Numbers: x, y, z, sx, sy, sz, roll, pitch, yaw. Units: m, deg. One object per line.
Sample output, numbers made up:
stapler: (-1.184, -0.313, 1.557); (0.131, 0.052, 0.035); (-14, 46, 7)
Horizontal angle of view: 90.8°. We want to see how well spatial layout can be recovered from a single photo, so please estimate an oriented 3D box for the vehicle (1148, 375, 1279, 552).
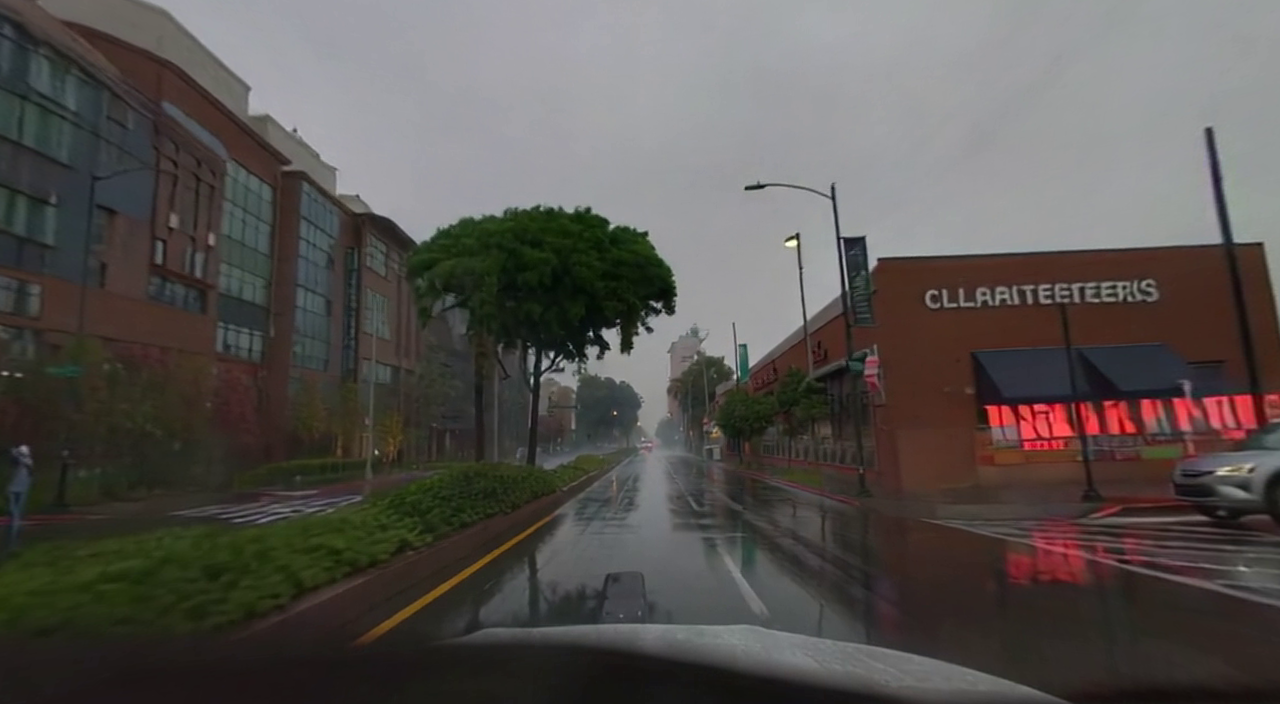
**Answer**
vehicle: (9.145, 1.229, 7.102); (4.694, 1.826, 2.226); (-2, -9, 11)
